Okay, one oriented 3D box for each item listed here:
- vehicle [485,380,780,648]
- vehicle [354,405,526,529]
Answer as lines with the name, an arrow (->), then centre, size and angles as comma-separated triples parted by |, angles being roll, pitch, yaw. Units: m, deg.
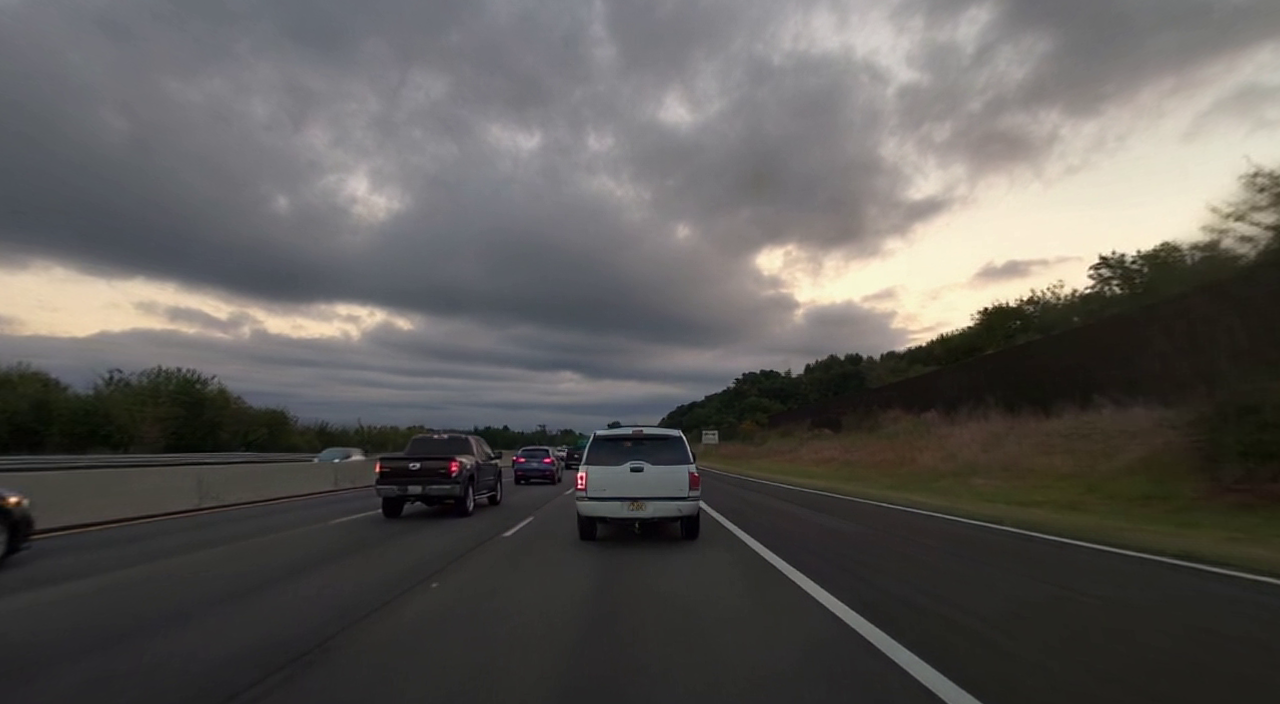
vehicle -> -0.090, 1.358, 6.070 | 1.995, 1.798, 3.380 | 0, -9, -1
vehicle -> -3.945, 2.378, 13.507 | 2.055, 2.144, 4.782 | -1, -9, 1
